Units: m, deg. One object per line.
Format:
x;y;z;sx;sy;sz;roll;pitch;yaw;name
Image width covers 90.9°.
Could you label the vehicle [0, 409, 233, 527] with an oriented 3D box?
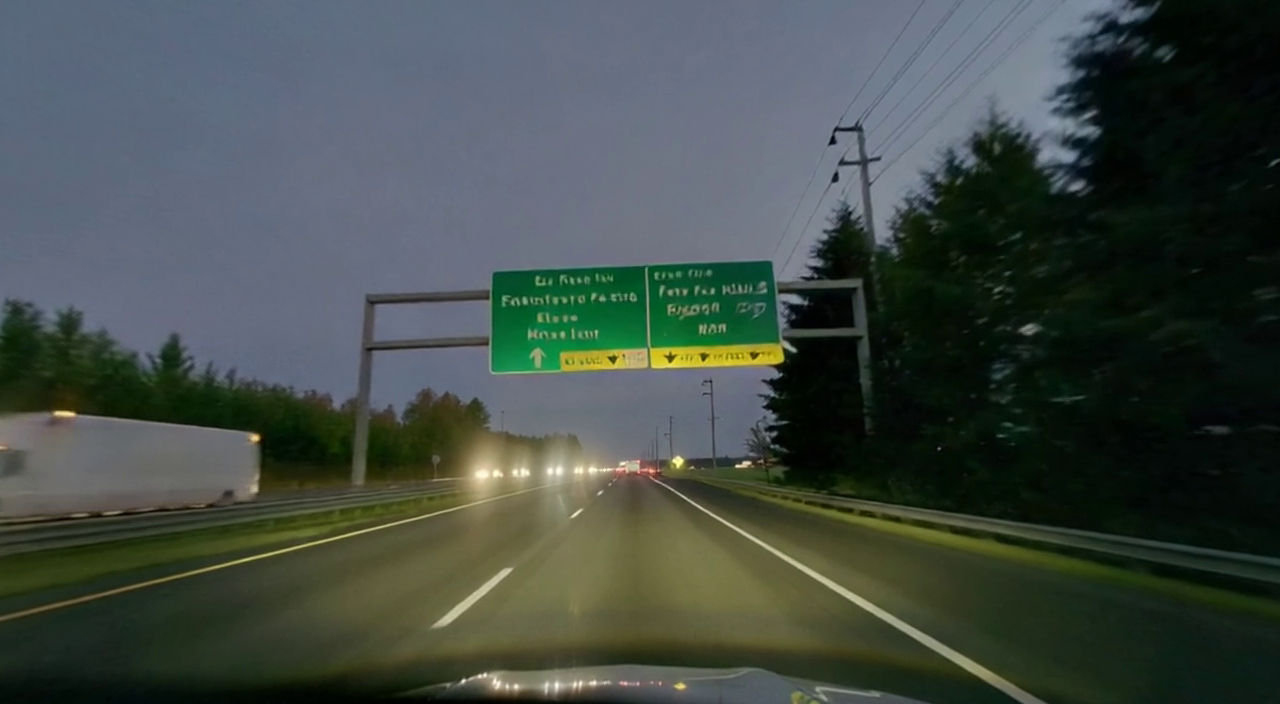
-16.525;3.585;19.570;2.646;2.925;7.512;1;-11;-1;vehicle
